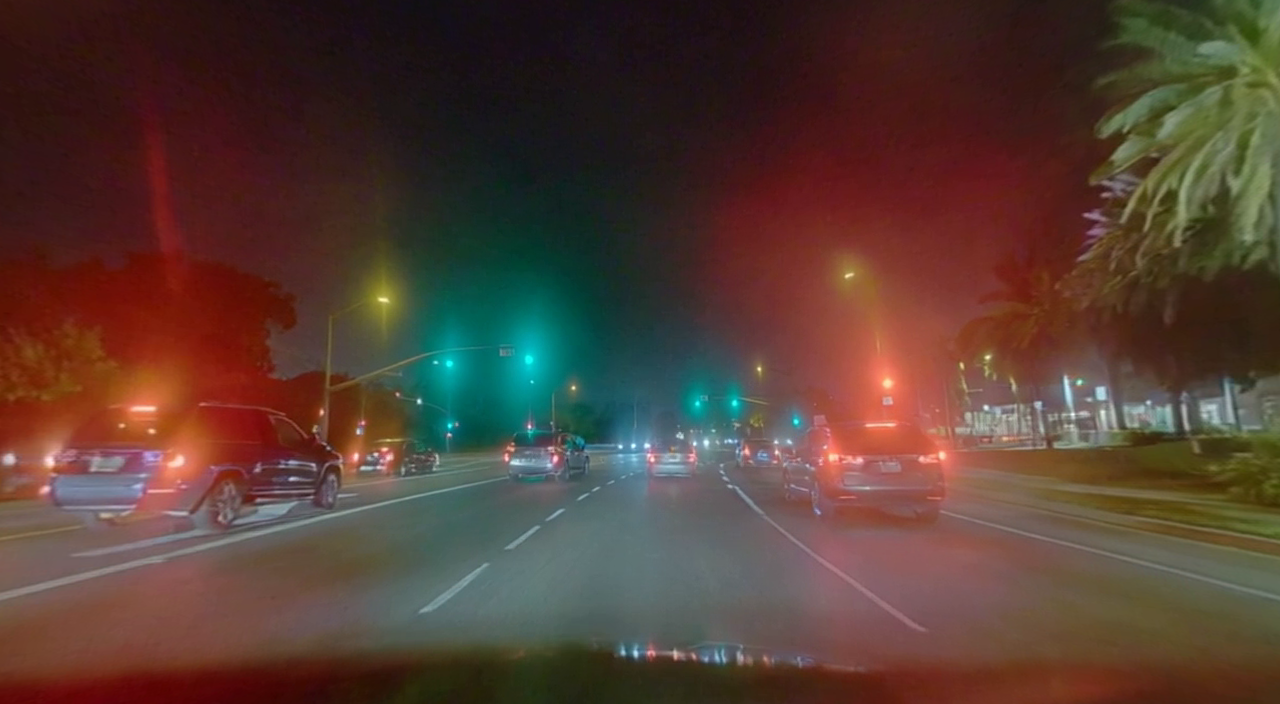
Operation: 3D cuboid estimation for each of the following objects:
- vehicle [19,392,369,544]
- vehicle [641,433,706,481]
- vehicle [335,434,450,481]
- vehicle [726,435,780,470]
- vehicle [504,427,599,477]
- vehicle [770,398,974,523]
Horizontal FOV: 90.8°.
[{"bbox_3d":[-6.600,1.788,10.278,2.127,1.888,4.637,-1,-8,2],"label":"vehicle"},{"bbox_3d":[1.185,3.603,21.940,2.057,1.492,3.825,-1,-8,4],"label":"vehicle"},{"bbox_3d":[-8.625,3.719,22.528,2.017,1.472,4.418,-1,-8,5],"label":"vehicle"},{"bbox_3d":[5.181,4.675,29.552,2.149,1.532,4.168,-1,-8,5],"label":"vehicle"},{"bbox_3d":[-3.293,3.874,24.716,2.088,1.746,4.650,-2,-9,14],"label":"vehicle"},{"bbox_3d":[4.153,2.071,12.506,2.267,1.931,5.145,-1,-8,3],"label":"vehicle"}]
